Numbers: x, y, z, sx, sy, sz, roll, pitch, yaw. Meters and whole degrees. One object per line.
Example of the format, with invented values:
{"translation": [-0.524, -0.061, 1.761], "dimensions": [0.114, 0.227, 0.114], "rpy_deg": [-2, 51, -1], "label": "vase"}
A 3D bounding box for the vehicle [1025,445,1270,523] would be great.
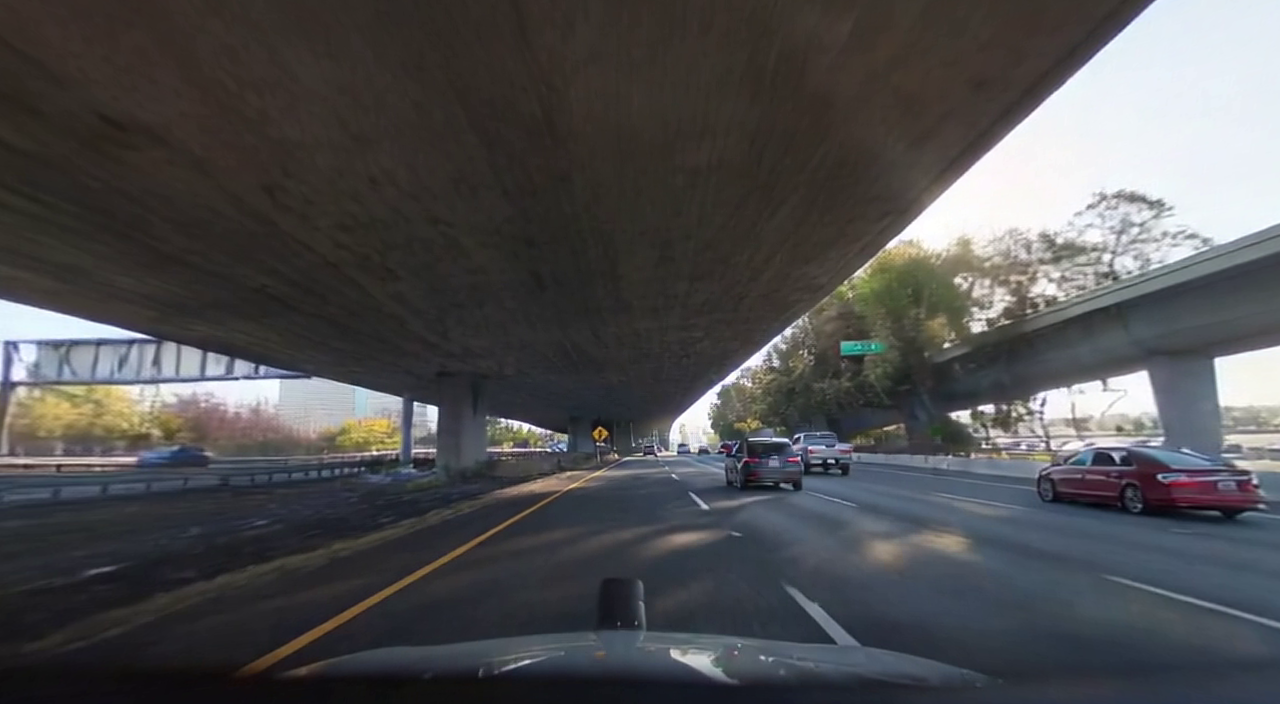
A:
{"translation": [10.967, 2.831, 14.184], "dimensions": [1.827, 1.448, 4.370], "rpy_deg": [0, -9, -1], "label": "vehicle"}

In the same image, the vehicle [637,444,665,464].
{"translation": [0.843, 7.806, 48.516], "dimensions": [2.046, 1.475, 3.784], "rpy_deg": [-1, -9, 2], "label": "vehicle"}

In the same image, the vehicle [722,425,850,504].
{"translation": [3.630, 2.915, 16.801], "dimensions": [2.226, 1.779, 4.835], "rpy_deg": [0, -9, 0], "label": "vehicle"}
